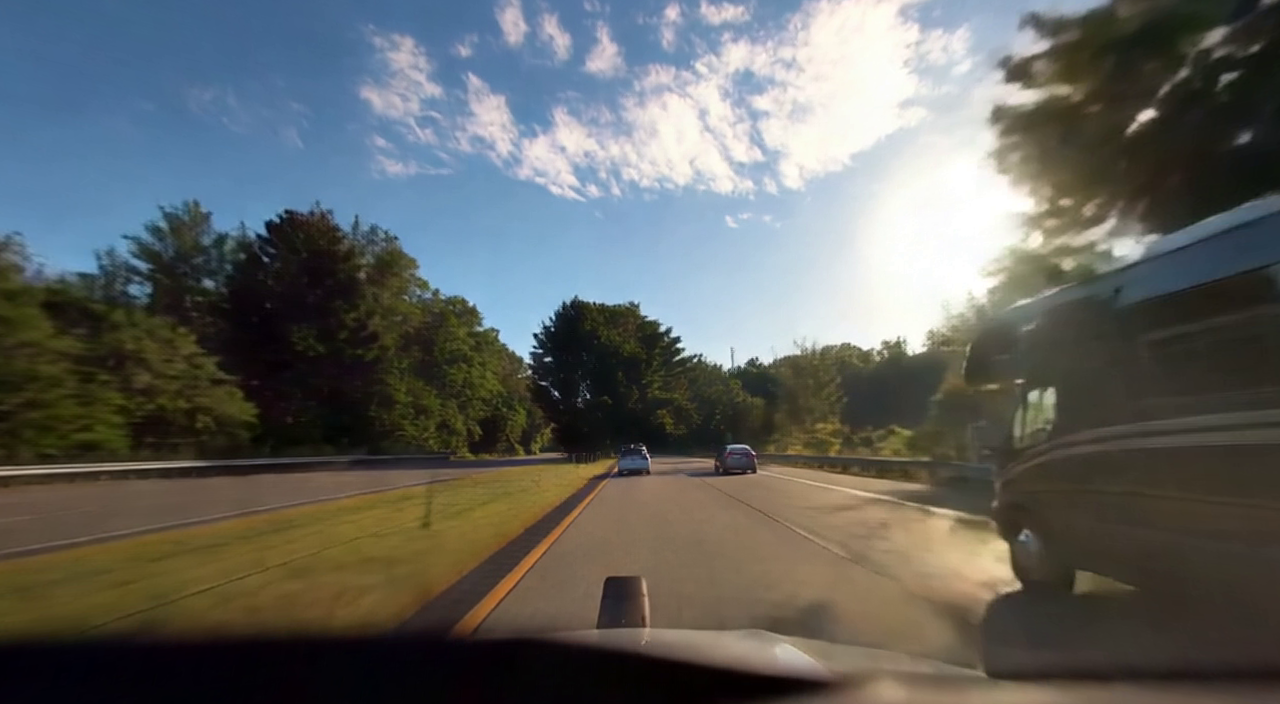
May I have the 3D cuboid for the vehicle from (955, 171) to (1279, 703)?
[{"bbox_3d":[4.791,0.432,3.137,2.745,2.832,7.035,0,-9,0],"label":"vehicle"}]

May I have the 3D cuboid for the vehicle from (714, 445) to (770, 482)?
[{"bbox_3d":[4.296,4.735,26.926,1.757,1.459,3.398,0,-9,-1],"label":"vehicle"}]

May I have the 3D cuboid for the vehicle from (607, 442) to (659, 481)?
[{"bbox_3d":[-0.289,4.821,27.924,2.120,1.575,4.018,0,-9,0],"label":"vehicle"}]
